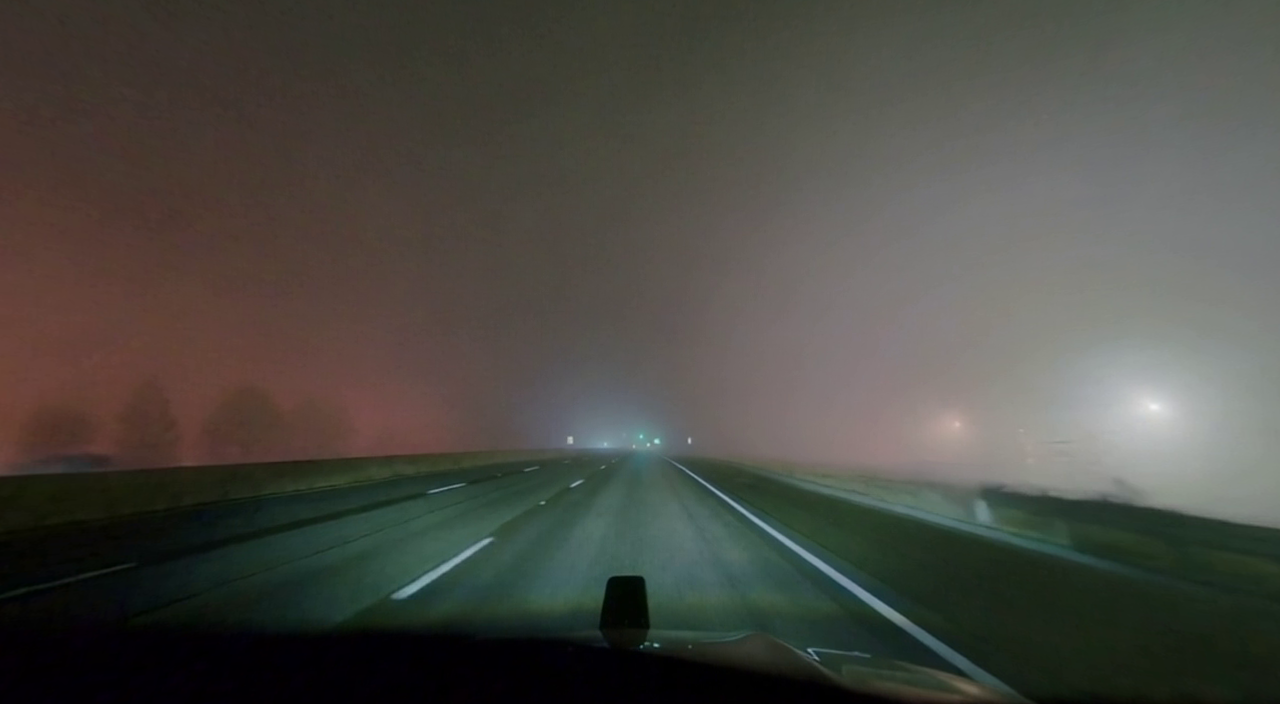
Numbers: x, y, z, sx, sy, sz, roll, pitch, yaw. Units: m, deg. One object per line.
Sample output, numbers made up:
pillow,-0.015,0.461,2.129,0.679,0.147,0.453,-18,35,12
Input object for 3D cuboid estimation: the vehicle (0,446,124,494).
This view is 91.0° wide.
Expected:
vehicle,-22.469,4.348,23.729,1.956,1.580,4.639,0,-8,1
